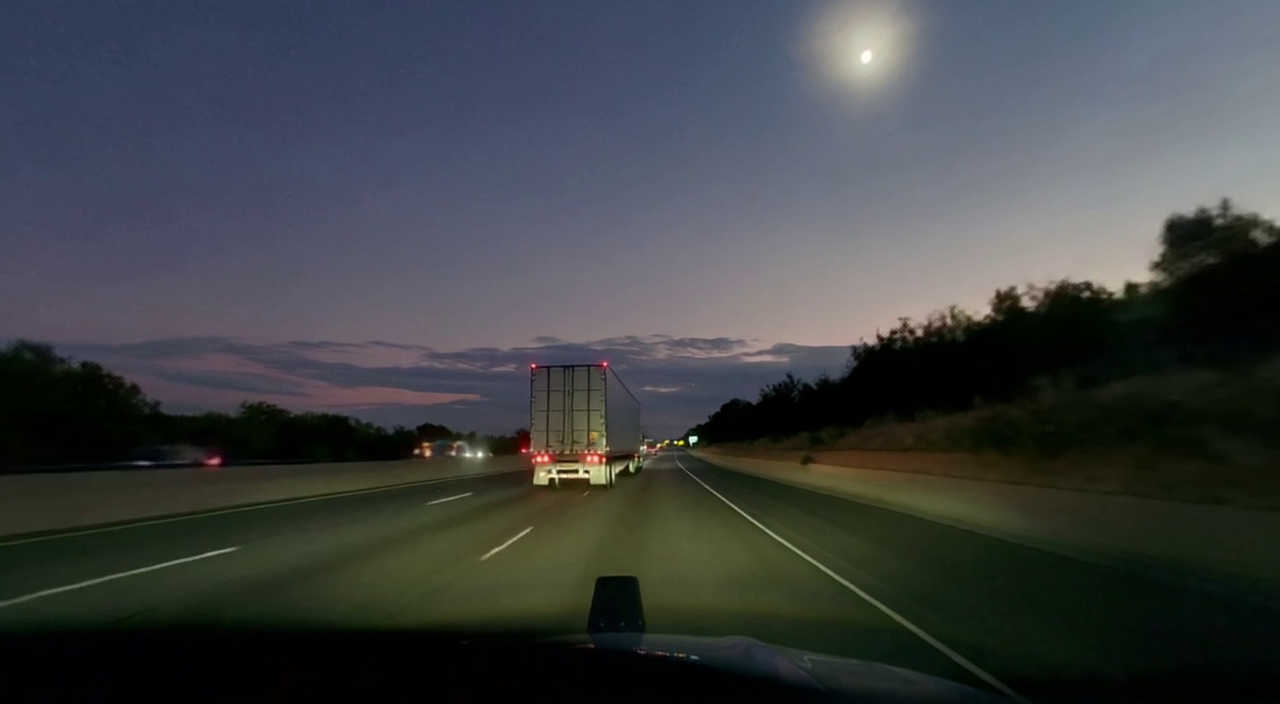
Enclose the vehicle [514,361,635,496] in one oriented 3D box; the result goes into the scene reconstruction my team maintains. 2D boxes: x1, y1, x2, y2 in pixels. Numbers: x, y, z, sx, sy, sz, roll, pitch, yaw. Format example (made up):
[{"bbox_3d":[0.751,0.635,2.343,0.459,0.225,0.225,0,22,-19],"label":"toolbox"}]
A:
[{"bbox_3d":[-2.051,3.433,26.535,2.851,4.098,14.436,0,-9,3],"label":"vehicle"}]
